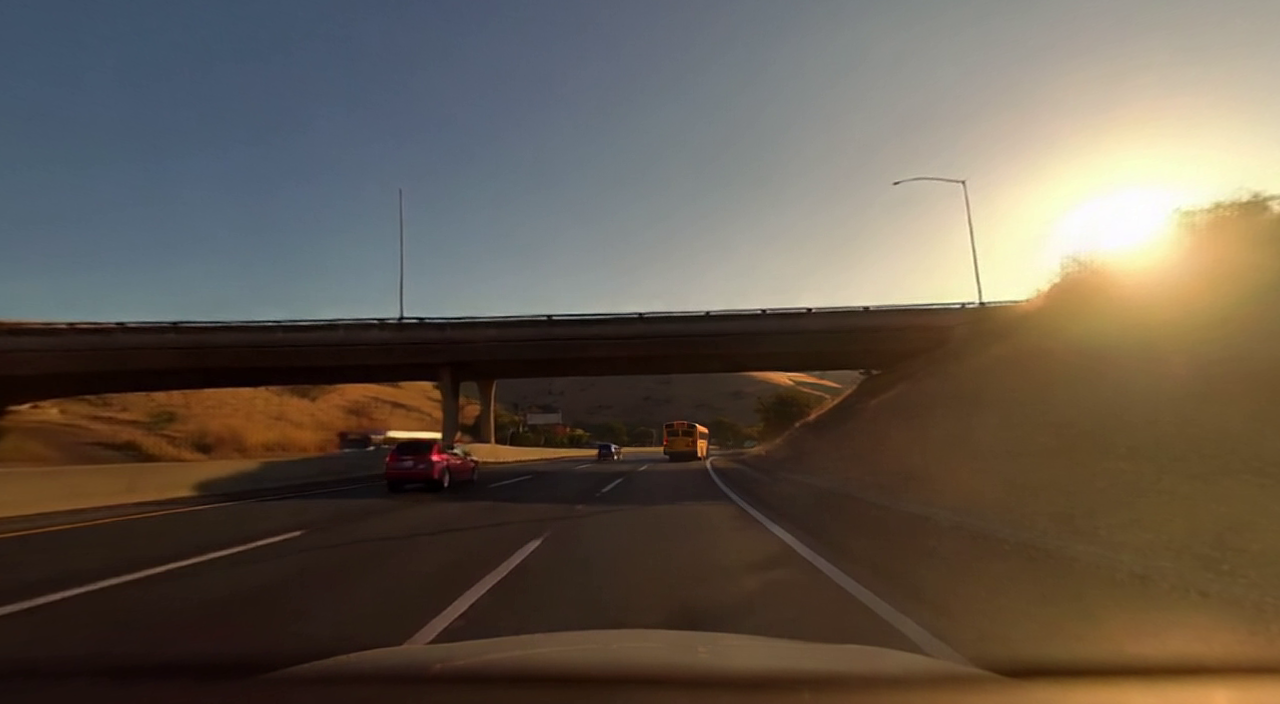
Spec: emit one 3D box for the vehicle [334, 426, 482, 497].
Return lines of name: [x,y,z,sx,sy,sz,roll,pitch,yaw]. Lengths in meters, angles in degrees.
vehicle: [-6.179,2.971,17.546,2.172,1.689,4.625,0,-8,3]
